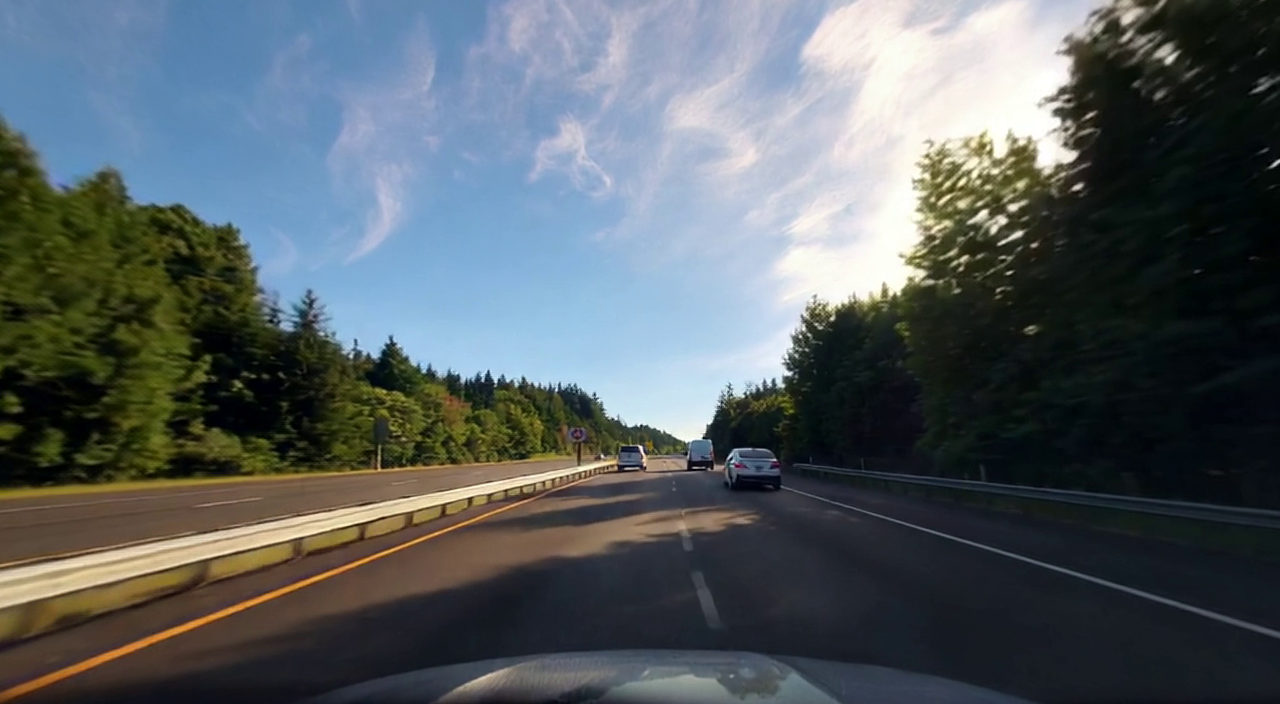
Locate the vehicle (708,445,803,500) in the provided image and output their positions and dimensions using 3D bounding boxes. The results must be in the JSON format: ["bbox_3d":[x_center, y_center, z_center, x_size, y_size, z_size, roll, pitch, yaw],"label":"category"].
[{"bbox_3d":[3.314,3.577,19.167,2.043,1.431,4.922,-1,-9,1],"label":"vehicle"}]

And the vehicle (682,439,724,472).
[{"bbox_3d":[4.069,6.806,41.515,2.371,2.045,4.768,-1,-9,1],"label":"vehicle"}]

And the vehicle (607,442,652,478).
[{"bbox_3d":[-0.458,5.505,32.274,2.087,1.707,4.316,-1,-9,2],"label":"vehicle"}]
